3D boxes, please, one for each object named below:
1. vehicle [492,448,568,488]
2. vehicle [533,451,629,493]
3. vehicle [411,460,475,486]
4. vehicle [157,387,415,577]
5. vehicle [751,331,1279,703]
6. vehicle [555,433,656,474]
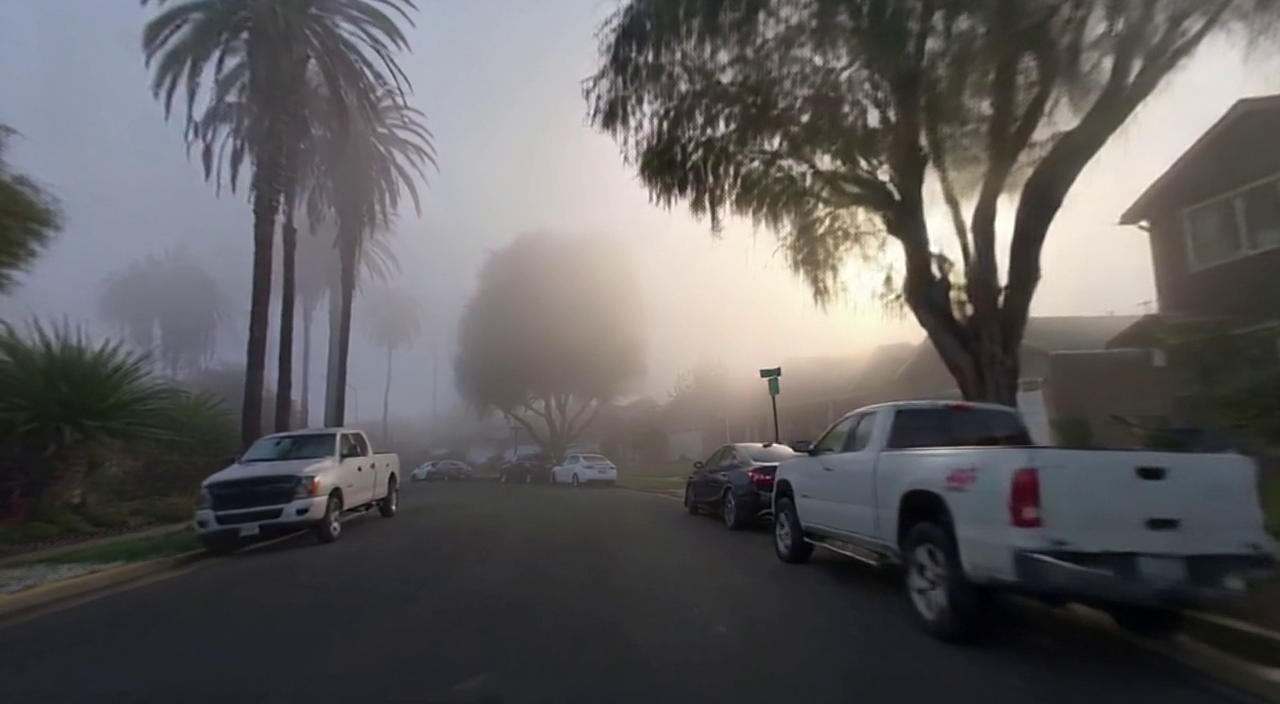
[{"bbox_3d":[-5.475,5.631,30.870,1.918,1.753,4.655,5,-10,-32],"label":"vehicle"},{"bbox_3d":[-2.570,4.885,26.167,2.108,1.503,4.977,5,-10,-29],"label":"vehicle"},{"bbox_3d":[-13.008,7.878,41.331,2.006,1.484,4.768,8,-12,-44],"label":"vehicle"},{"bbox_3d":[-5.984,2.238,11.740,2.337,2.289,6.092,-6,-8,-12],"label":"vehicle"},{"bbox_3d":[2.745,1.240,5.872,2.139,1.997,4.864,1,-8,-5],"label":"vehicle"},{"bbox_3d":[-2.033,5.996,37.286,5.510,2.121,2.129,-1,-9,16],"label":"vehicle"}]
